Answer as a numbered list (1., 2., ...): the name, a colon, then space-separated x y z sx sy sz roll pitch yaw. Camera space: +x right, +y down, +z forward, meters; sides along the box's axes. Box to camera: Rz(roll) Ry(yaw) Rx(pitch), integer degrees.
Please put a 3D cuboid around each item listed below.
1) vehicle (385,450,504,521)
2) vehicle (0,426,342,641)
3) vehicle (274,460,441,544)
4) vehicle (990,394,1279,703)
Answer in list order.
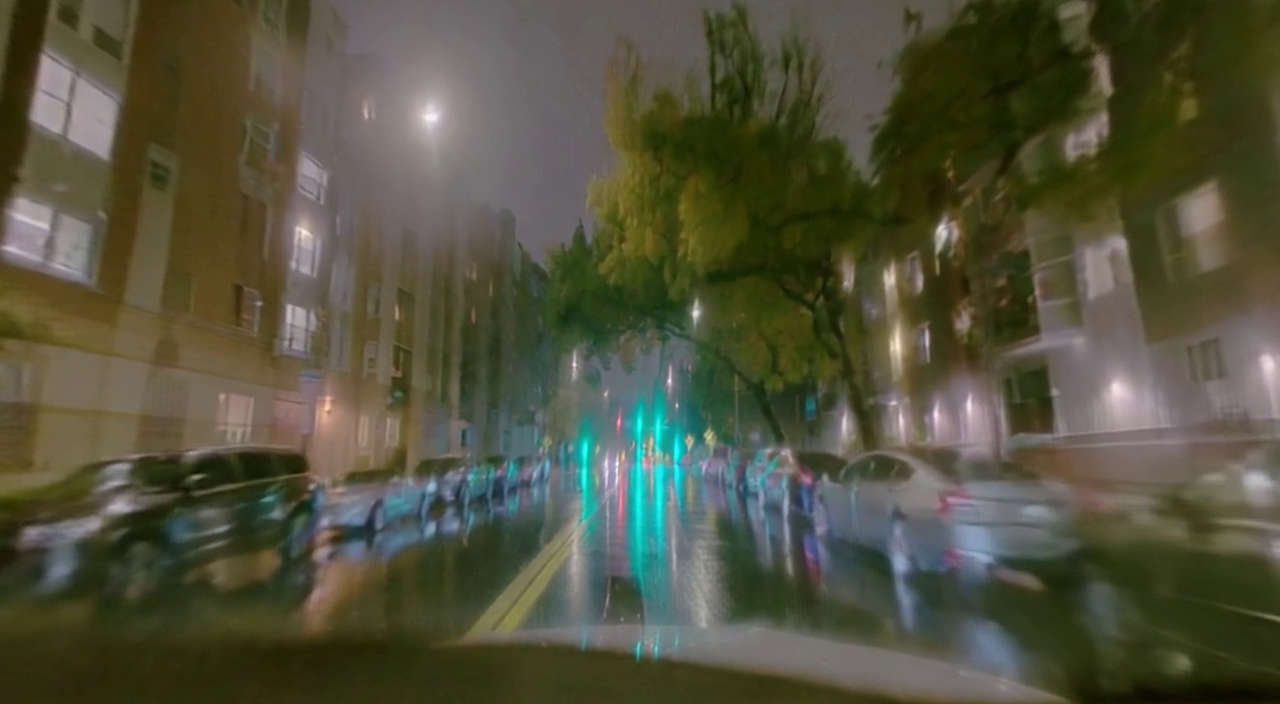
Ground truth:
1. vehicle: -5.987 4.108 19.993 2.077 1.756 4.665 -7 -9 1
2. vehicle: -6.096 2.009 8.025 2.175 1.849 4.725 -4 -9 3
3. vehicle: -6.054 3.224 14.196 1.765 1.426 4.349 -4 -9 0
4. vehicle: 3.856 1.026 2.879 1.924 1.657 4.665 -1 -9 2
